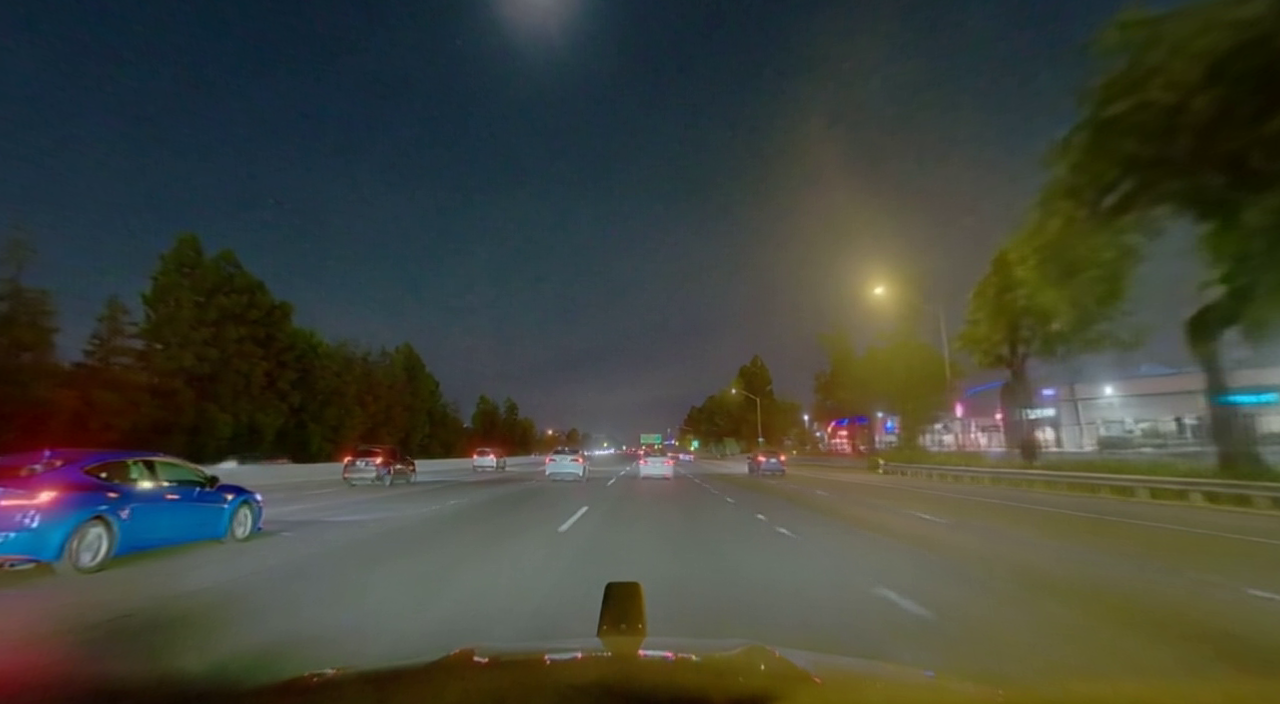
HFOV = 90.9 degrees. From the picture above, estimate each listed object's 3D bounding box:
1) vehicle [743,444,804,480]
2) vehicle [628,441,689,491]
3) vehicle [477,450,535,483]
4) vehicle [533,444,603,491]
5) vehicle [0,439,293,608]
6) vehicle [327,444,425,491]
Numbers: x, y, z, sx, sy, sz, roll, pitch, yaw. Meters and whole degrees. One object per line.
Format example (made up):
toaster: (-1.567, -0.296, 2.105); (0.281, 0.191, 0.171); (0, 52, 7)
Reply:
vehicle: (7.137, 5.915, 34.190); (2.071, 1.754, 4.484); (0, -9, -3)
vehicle: (0.666, 4.282, 24.131); (2.114, 1.715, 4.136); (-1, -8, 1)
vehicle: (-6.503, 5.587, 31.052); (1.886, 1.455, 4.148); (-1, -8, 1)
vehicle: (-2.670, 4.423, 24.462); (2.102, 1.624, 4.257); (-1, -8, 2)
vehicle: (-6.673, 1.848, 7.737); (2.116, 1.473, 4.644); (-1, -8, 1)
vehicle: (-10.356, 4.527, 25.116); (1.947, 1.683, 4.331); (-1, -8, 1)
